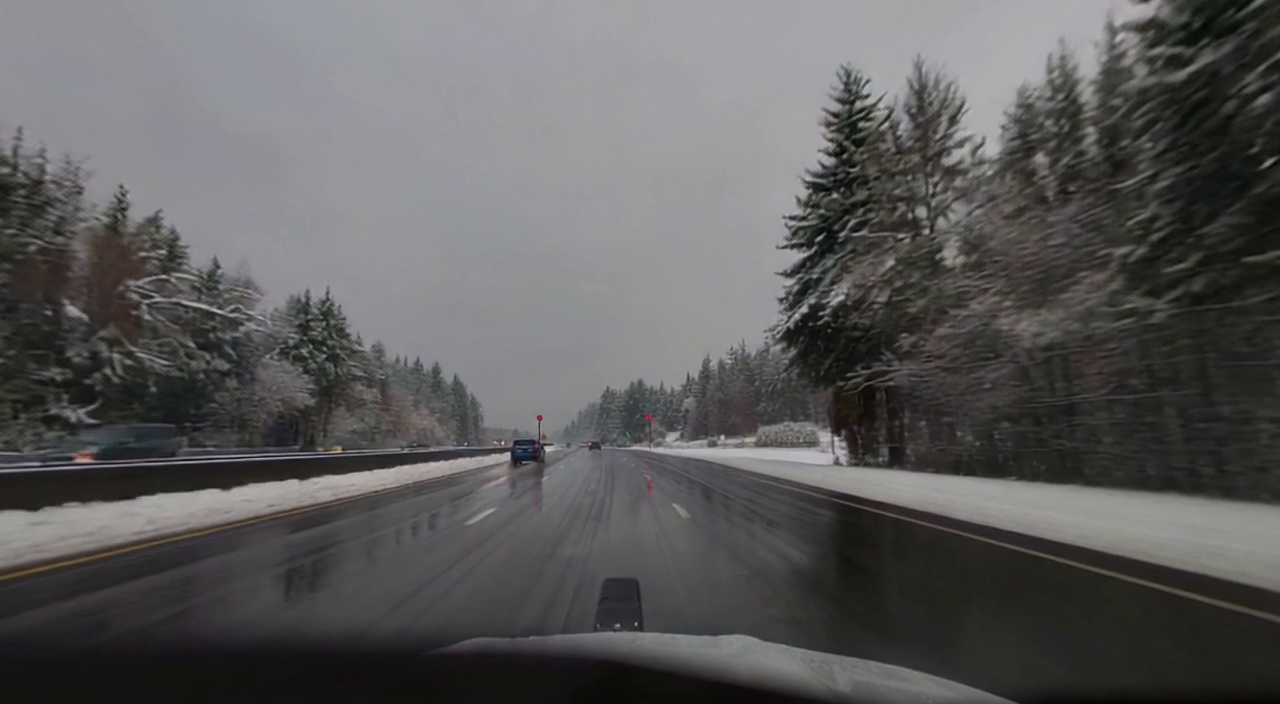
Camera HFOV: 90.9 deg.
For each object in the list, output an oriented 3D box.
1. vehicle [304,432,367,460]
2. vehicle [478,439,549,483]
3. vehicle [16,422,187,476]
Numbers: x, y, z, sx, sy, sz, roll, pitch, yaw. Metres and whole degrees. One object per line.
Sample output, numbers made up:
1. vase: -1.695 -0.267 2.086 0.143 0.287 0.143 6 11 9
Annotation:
1. vehicle: -17.355 5.356 36.130 1.780 1.474 3.845 0 -8 -3
2. vehicle: -4.406 3.831 22.502 1.874 1.369 3.875 0 -8 -2
3. vehicle: -17.393 3.144 20.696 2.029 1.579 4.139 0 -8 -2
